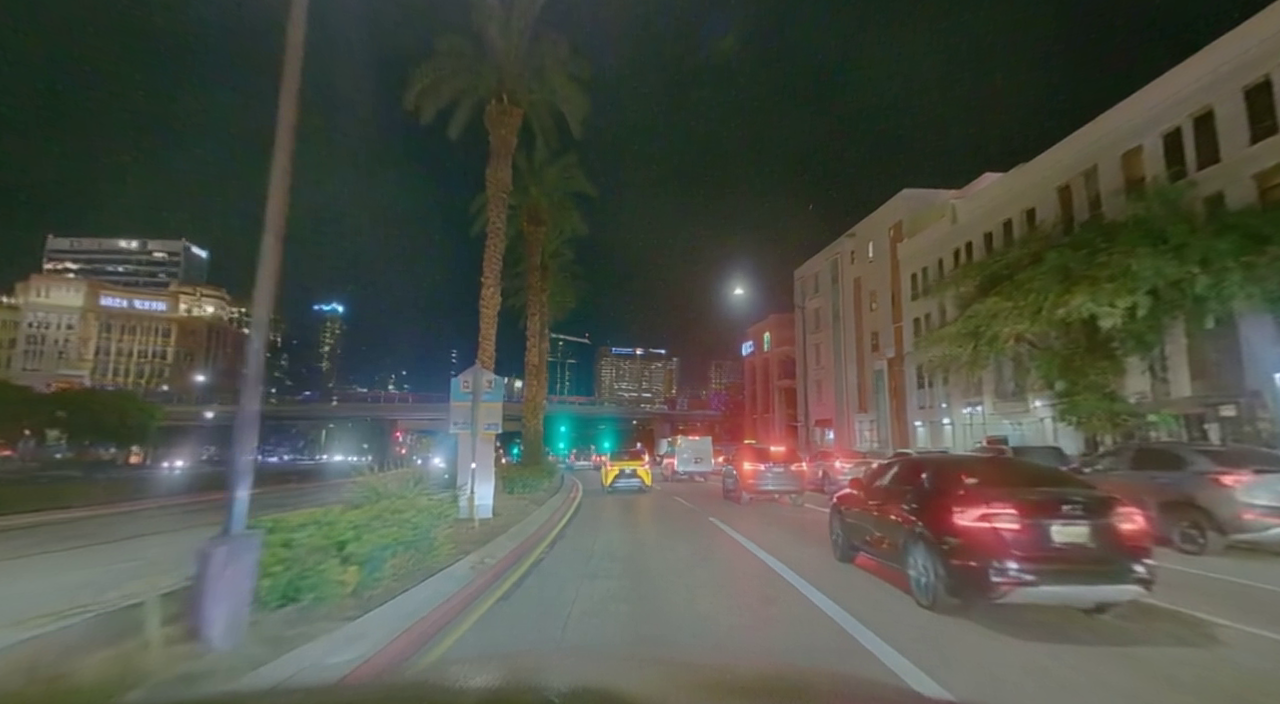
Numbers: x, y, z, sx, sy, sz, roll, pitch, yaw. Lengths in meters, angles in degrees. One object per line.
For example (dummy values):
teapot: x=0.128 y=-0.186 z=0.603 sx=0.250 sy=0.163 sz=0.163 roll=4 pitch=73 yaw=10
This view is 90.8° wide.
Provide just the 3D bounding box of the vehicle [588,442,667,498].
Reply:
vehicle: x=-0.542 y=3.864 z=21.141 sx=2.332 sy=1.625 sz=4.933 roll=0 pitch=-9 yaw=-4

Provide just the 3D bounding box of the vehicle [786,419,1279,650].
vehicle: x=3.306 y=1.591 z=6.658 sx=2.238 sy=1.522 sz=4.627 roll=0 pitch=-9 yaw=-2

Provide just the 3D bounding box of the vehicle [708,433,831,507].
vehicle: x=3.265 y=3.095 z=16.912 sx=2.151 sy=1.695 sz=4.258 roll=0 pitch=-9 yaw=-3

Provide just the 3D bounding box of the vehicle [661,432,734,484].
vehicle: x=2.569 y=4.948 z=29.725 sx=2.434 sy=2.171 sz=5.098 roll=1 pitch=-9 yaw=-6
